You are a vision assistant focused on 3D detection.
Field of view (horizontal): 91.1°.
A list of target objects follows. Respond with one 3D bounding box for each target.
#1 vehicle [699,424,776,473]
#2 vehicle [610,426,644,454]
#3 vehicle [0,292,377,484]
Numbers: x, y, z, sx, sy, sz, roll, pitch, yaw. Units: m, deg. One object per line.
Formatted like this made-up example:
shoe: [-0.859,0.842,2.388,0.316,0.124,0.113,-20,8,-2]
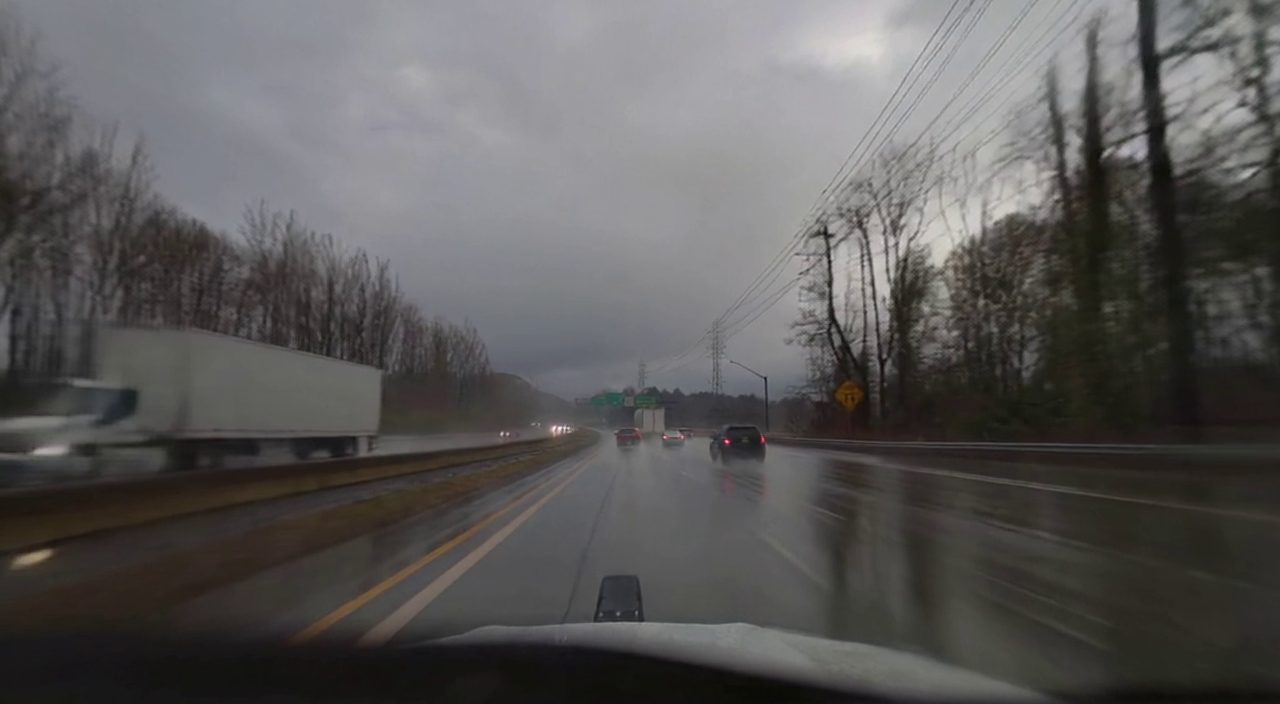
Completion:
vehicle: [3.417,3.457,22.777,2.062,1.581,3.914,0,-8,-1]
vehicle: [-0.824,5.502,39.304,2.019,1.642,3.790,0,-8,-1]
vehicle: [-12.782,1.660,20.227,2.921,4.095,13.845,0,-8,-1]
